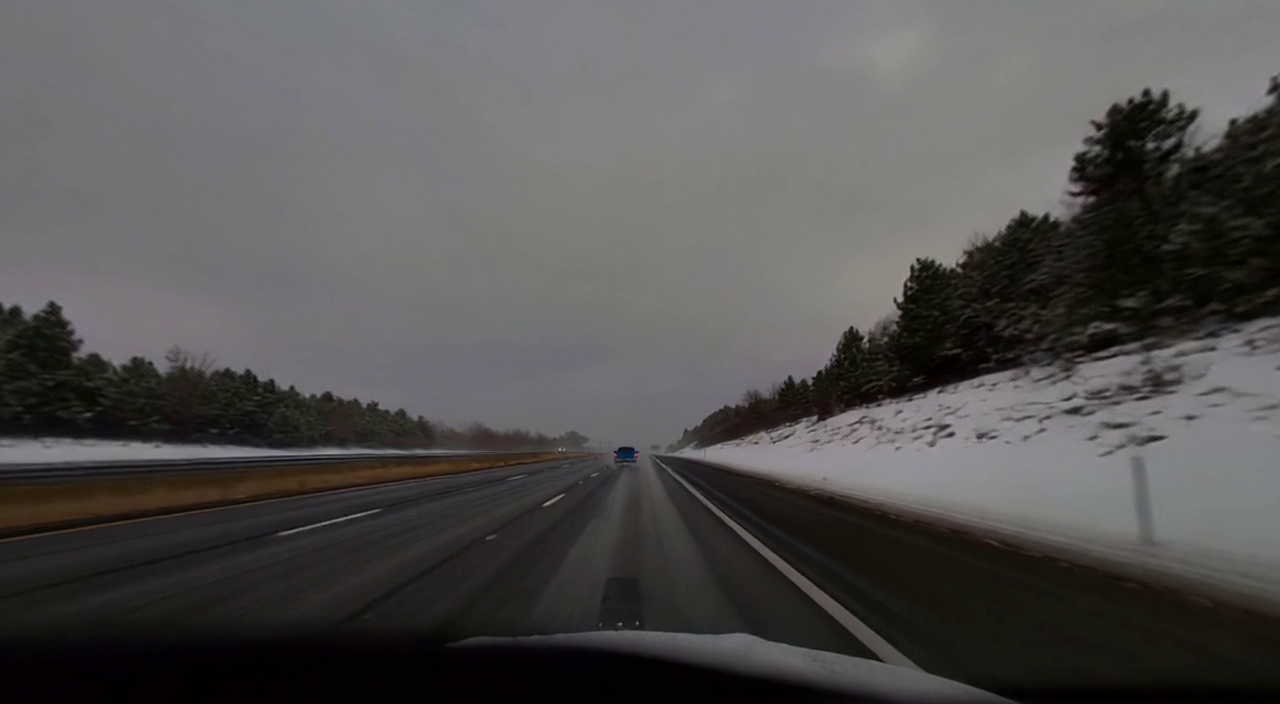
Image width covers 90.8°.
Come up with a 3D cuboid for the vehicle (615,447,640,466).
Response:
[{"bbox_3d":[-0.969,8.132,49.206,1.891,1.456,3.806,0,-9,0],"label":"vehicle"}]
